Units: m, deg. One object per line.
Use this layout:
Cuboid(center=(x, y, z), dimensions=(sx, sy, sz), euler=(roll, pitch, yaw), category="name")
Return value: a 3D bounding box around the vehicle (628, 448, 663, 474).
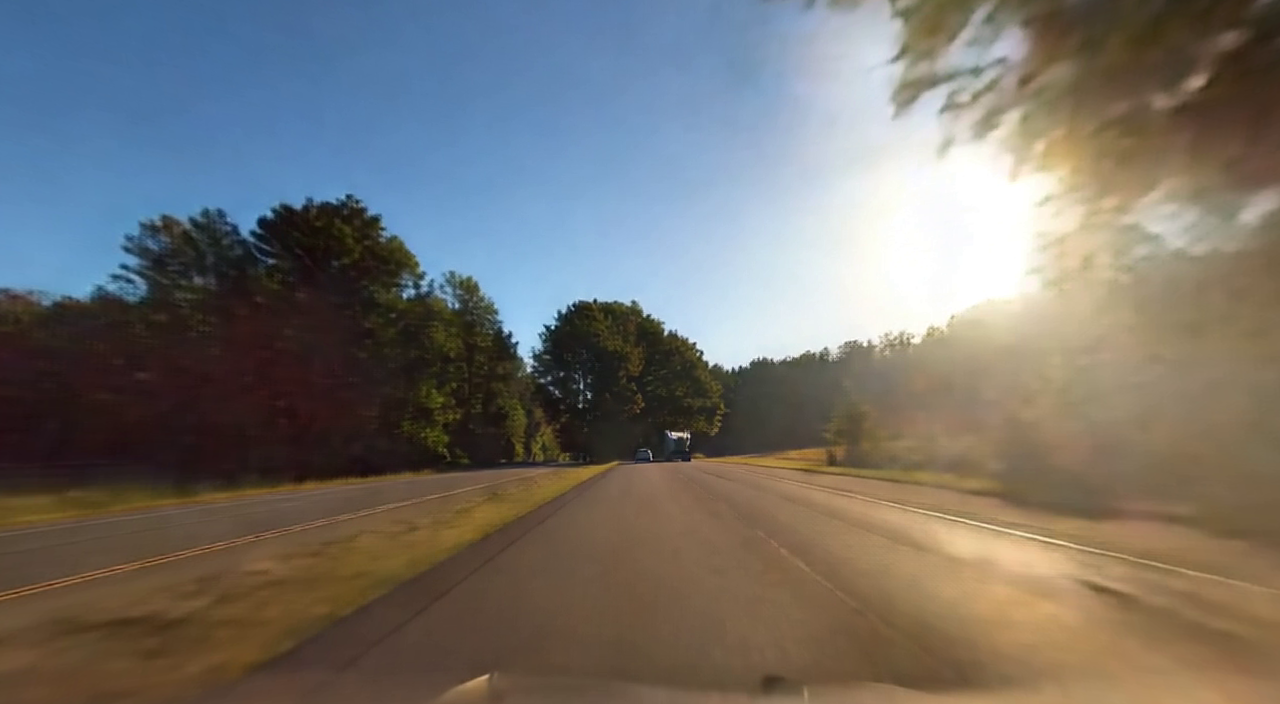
Cuboid(center=(0.301, 6.379, 37.069), dimensions=(1.926, 1.386, 3.615), euler=(0, -9, 0), category="vehicle")
